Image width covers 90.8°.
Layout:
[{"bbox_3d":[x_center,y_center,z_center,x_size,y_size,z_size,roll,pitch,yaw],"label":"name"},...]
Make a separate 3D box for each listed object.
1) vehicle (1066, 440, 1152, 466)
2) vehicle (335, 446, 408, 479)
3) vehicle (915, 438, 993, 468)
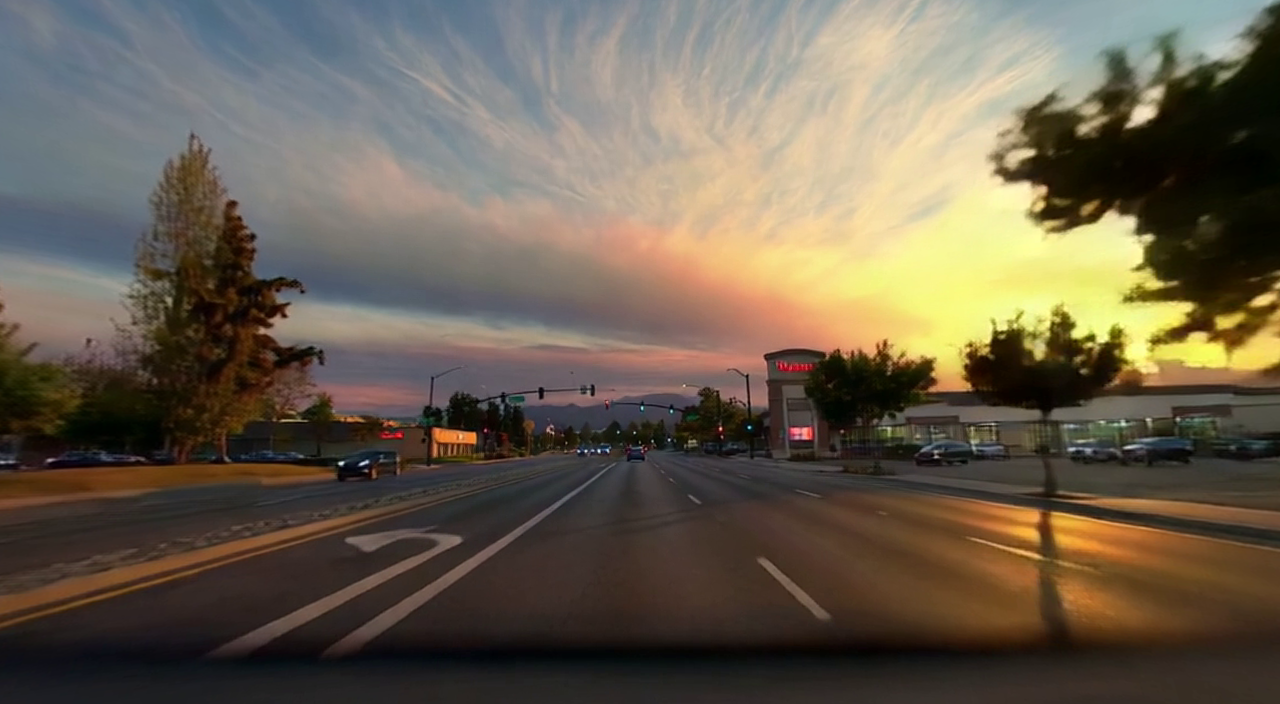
[{"bbox_3d":[32.449,6.999,43.828,4.335,1.675,1.885,0,-9,2],"label":"vehicle"},{"bbox_3d":[-15.725,6.478,37.355,2.102,1.800,4.849,0,-9,1],"label":"vehicle"},{"bbox_3d":[19.384,6.202,38.950,4.717,1.714,1.985,5,-10,-31],"label":"vehicle"}]
